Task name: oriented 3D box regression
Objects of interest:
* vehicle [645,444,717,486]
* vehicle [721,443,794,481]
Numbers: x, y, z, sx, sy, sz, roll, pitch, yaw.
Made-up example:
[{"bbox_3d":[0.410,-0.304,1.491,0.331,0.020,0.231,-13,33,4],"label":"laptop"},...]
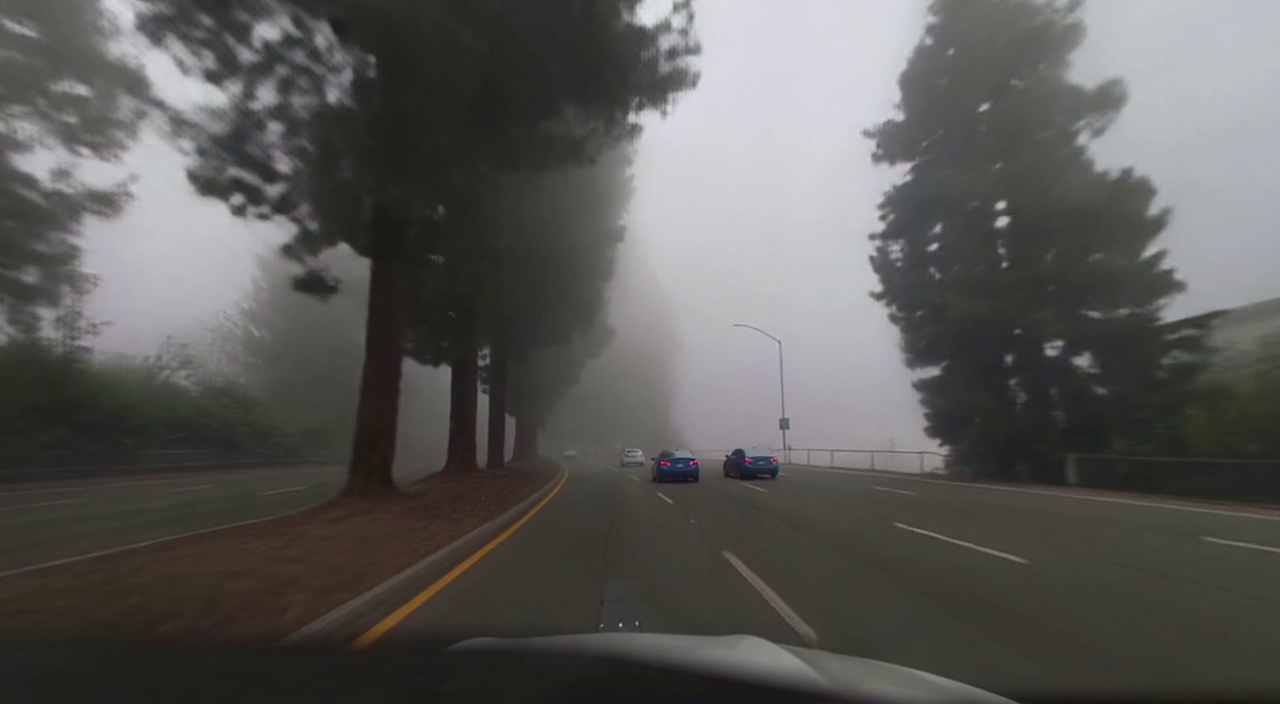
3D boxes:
[{"bbox_3d":[1.463,4.316,24.336,2.077,1.464,4.134,1,-9,-6],"label":"vehicle"},{"bbox_3d":[4.909,4.673,27.031,1.901,1.474,4.363,1,-9,-6],"label":"vehicle"}]
